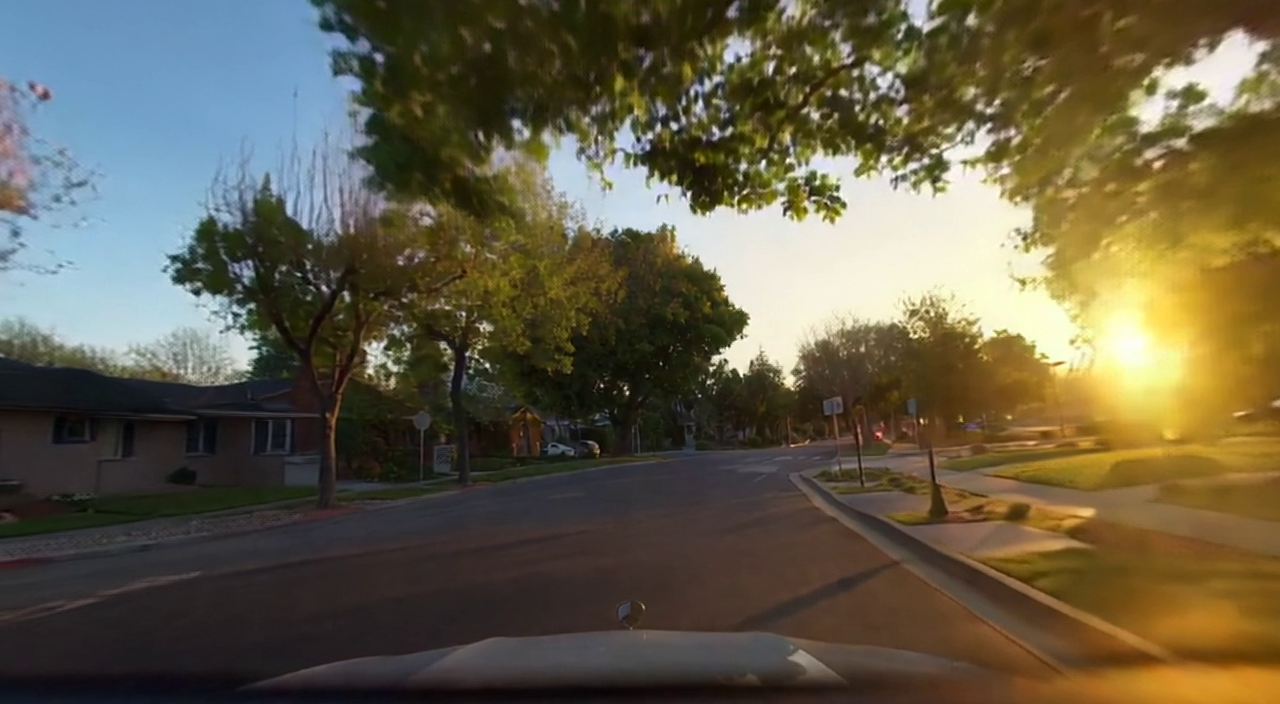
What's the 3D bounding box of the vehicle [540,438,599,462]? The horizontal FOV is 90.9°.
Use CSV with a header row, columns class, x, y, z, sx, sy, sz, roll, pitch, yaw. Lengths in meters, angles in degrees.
class,x,y,z,sx,sy,sz,roll,pitch,yaw
vehicle,-5.293,7.360,47.583,4.252,1.681,1.854,2,-7,-5
